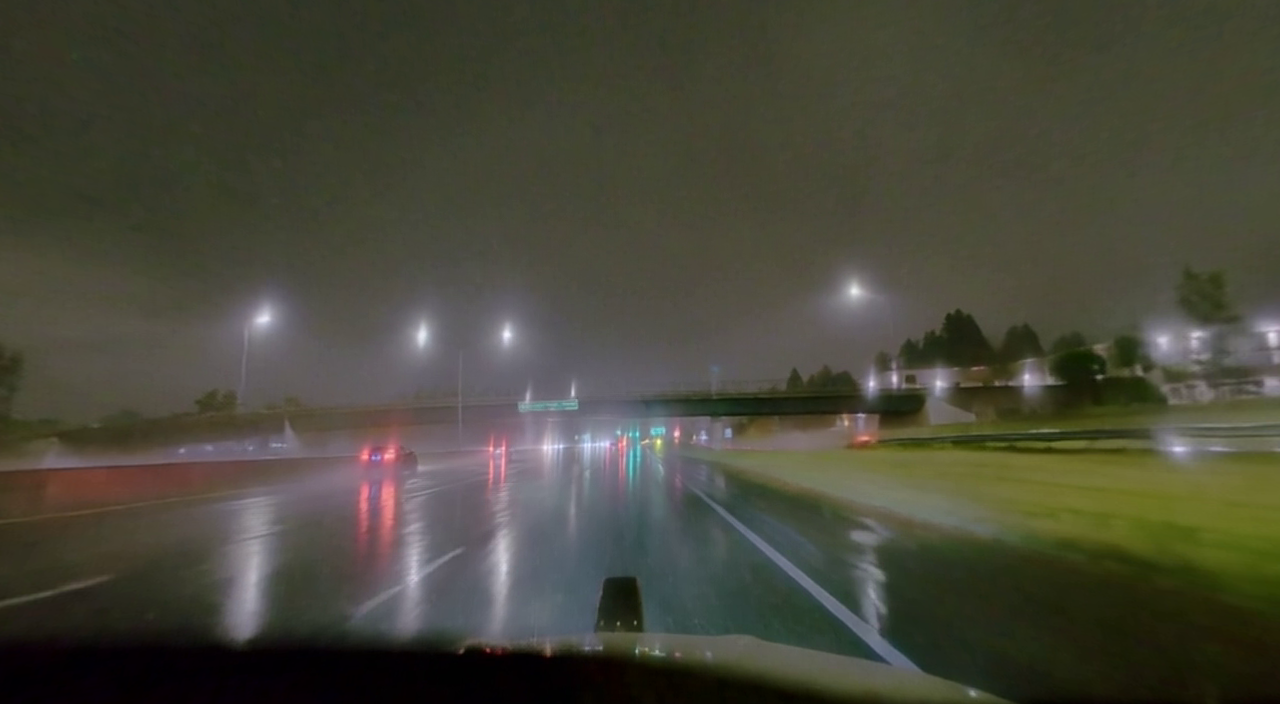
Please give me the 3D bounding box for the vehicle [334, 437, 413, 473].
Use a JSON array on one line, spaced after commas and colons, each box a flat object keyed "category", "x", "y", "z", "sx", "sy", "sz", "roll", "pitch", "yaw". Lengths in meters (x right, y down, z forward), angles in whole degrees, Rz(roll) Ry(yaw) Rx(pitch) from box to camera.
[{"category": "vehicle", "x": -14.422, "y": 5.600, "z": 34.591, "sx": 2.049, "sy": 1.792, "sz": 5.177, "roll": 0, "pitch": -8, "yaw": 0}]
